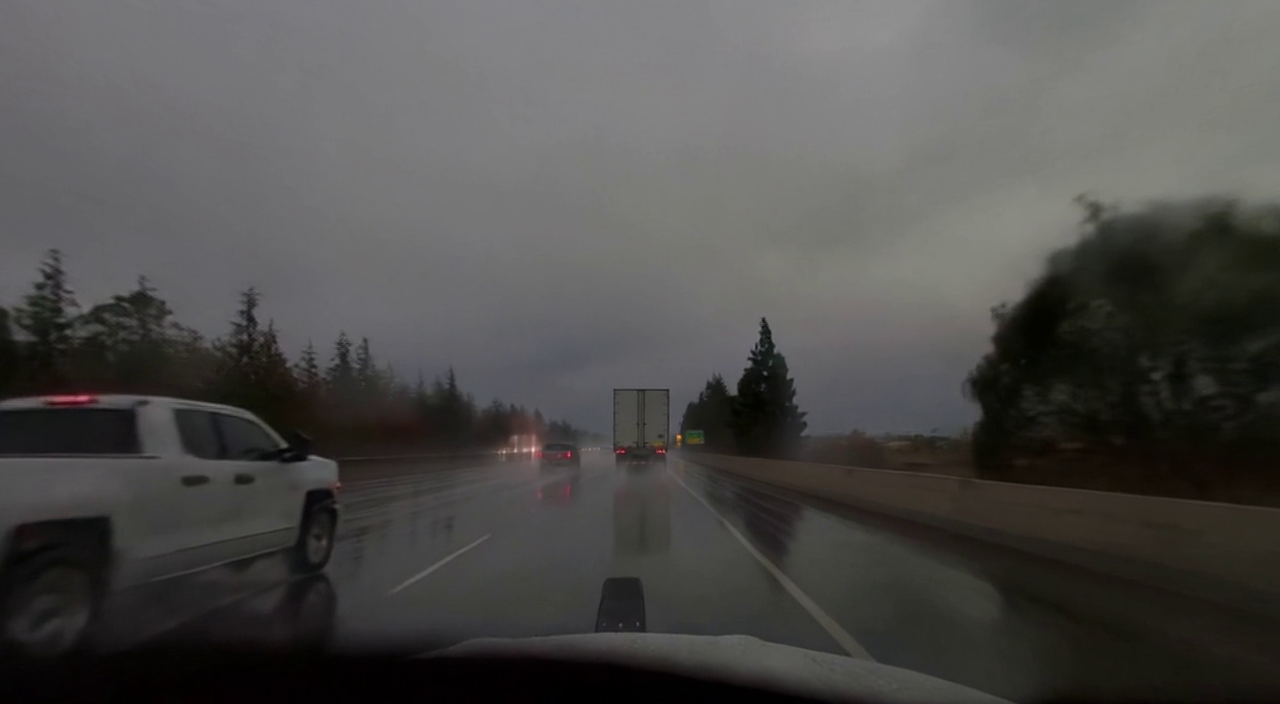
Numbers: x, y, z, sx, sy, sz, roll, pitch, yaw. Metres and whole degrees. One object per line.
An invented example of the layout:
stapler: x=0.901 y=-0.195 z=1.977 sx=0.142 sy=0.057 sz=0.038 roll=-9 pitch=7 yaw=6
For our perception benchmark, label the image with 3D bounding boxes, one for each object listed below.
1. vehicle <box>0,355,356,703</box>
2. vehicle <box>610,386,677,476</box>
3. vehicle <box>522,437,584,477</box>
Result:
vehicle: x=-4.169 y=1.089 z=4.306 sx=2.140 sy=1.750 sz=4.901 roll=0 pitch=-9 yaw=0
vehicle: x=0.130 y=4.448 z=34.596 sx=3.052 sy=4.132 sz=11.336 roll=0 pitch=-9 yaw=0
vehicle: x=-4.195 y=5.178 z=31.343 sx=2.285 sy=1.833 sz=4.984 roll=0 pitch=-9 yaw=1
